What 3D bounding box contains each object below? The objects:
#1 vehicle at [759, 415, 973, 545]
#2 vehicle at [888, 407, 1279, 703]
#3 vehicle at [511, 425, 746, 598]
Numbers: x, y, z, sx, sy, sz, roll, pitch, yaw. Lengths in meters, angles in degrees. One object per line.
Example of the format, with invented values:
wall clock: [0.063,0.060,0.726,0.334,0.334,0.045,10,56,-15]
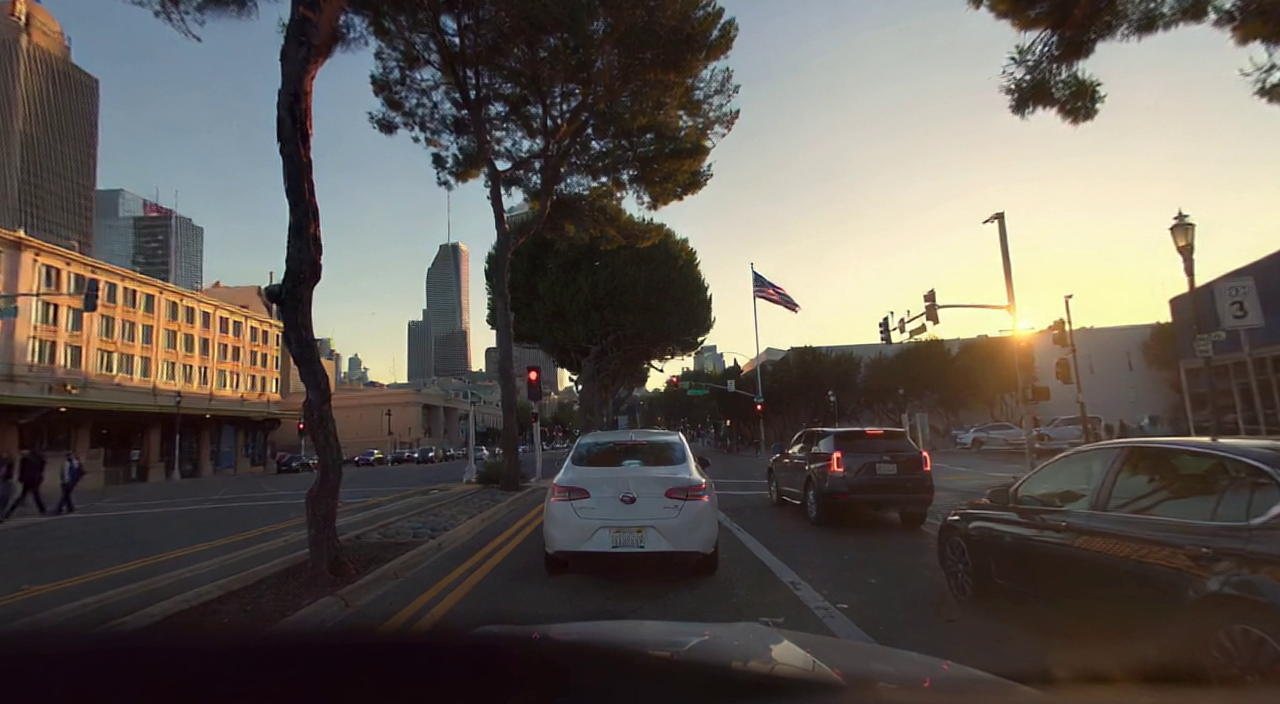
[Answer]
vehicle: [3.506,2.084,10.947,1.978,1.738,4.599,0,-8,0]
vehicle: [3.383,1.183,4.012,1.833,1.465,4.258,0,-8,-1]
vehicle: [-0.104,1.706,7.583,2.096,1.521,3.747,0,-8,0]
